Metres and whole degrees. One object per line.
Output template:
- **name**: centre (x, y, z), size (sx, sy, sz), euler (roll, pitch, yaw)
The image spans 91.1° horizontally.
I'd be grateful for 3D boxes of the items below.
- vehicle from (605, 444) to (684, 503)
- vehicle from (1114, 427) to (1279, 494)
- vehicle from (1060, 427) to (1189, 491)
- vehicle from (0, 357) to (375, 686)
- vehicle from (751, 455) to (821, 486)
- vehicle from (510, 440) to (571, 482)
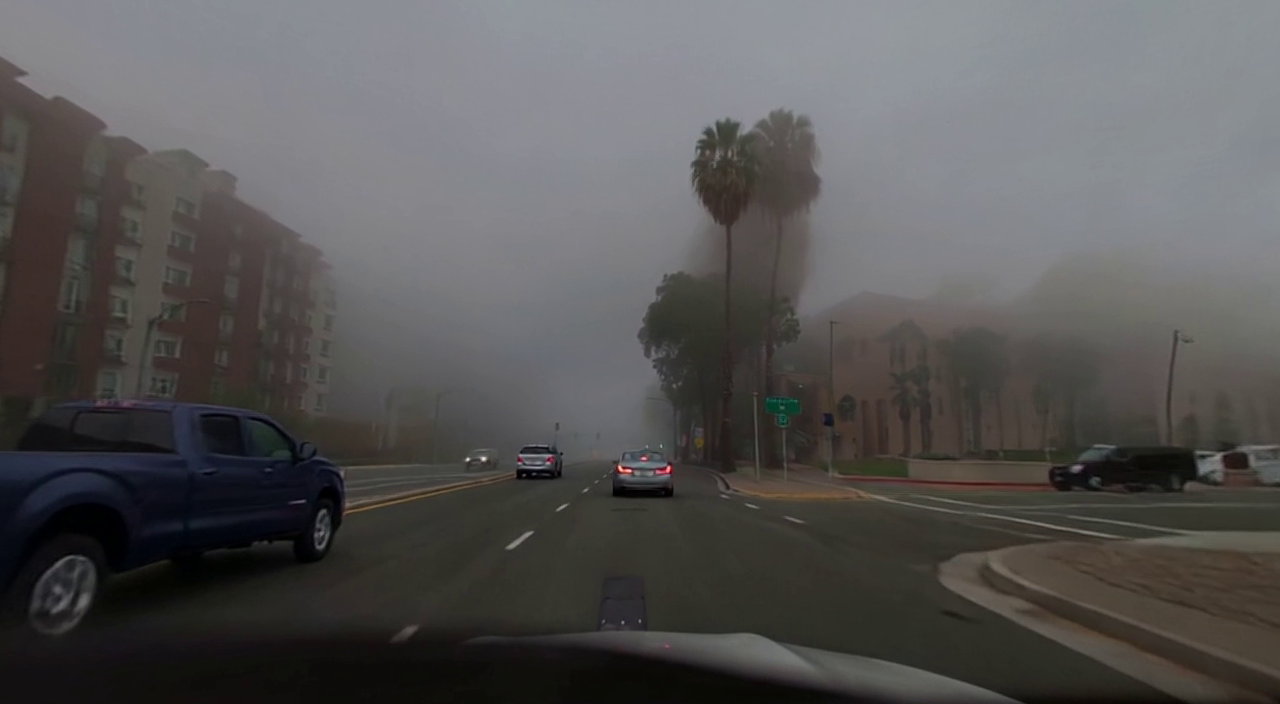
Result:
- **vehicle**: centre (0.074, 3.586, 18.962), size (2.122, 1.562, 4.152), euler (0, -9, -1)
- **vehicle**: centre (38.889, 7.427, 42.944), size (10.136, 4.260, 3.014), euler (0, -9, 2)
- **vehicle**: centre (32.995, 7.324, 42.987), size (5.858, 4.169, 3.001), euler (-1, -10, 2)
- **vehicle**: centre (-4.862, 1.313, 5.786), size (2.187, 1.904, 6.103), euler (0, -9, 0)
- **vehicle**: centre (6.721, 5.357, 28.718), size (2.949, 1.209, 3.070), euler (-1, -9, 15)
- **vehicle**: centre (-5.193, 5.800, 33.836), size (2.447, 2.062, 5.911), euler (0, -9, -1)
